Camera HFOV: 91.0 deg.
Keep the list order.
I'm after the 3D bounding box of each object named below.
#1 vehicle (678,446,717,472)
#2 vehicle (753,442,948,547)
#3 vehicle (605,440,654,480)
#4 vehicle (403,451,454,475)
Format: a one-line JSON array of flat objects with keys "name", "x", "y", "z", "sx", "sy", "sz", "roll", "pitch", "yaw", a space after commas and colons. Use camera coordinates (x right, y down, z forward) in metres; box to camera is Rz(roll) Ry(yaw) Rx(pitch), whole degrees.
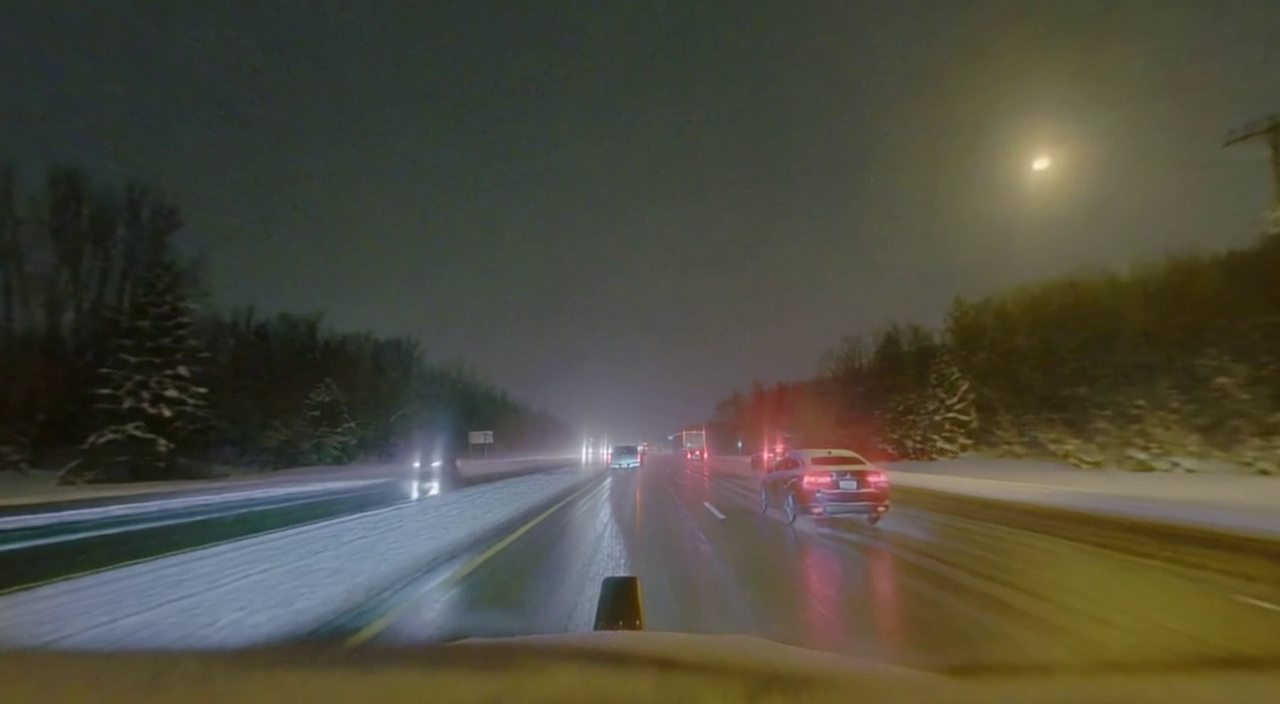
[{"name": "vehicle", "x": 3.651, "y": 6.888, "z": 40.730, "sx": 2.047, "sy": 1.540, "sz": 4.294, "roll": 0, "pitch": -9, "yaw": 0}, {"name": "vehicle", "x": 3.371, "y": 2.347, "z": 11.045, "sx": 2.004, "sy": 1.471, "sz": 4.032, "roll": 0, "pitch": -9, "yaw": 0}, {"name": "vehicle", "x": -0.447, "y": 5.078, "z": 29.893, "sx": 2.142, "sy": 1.724, "sz": 4.344, "roll": 0, "pitch": -9, "yaw": 0}, {"name": "vehicle", "x": -14.200, "y": 7.480, "z": 42.541, "sx": 1.884, "sy": 1.510, "sz": 4.230, "roll": 0, "pitch": -9, "yaw": 1}]
